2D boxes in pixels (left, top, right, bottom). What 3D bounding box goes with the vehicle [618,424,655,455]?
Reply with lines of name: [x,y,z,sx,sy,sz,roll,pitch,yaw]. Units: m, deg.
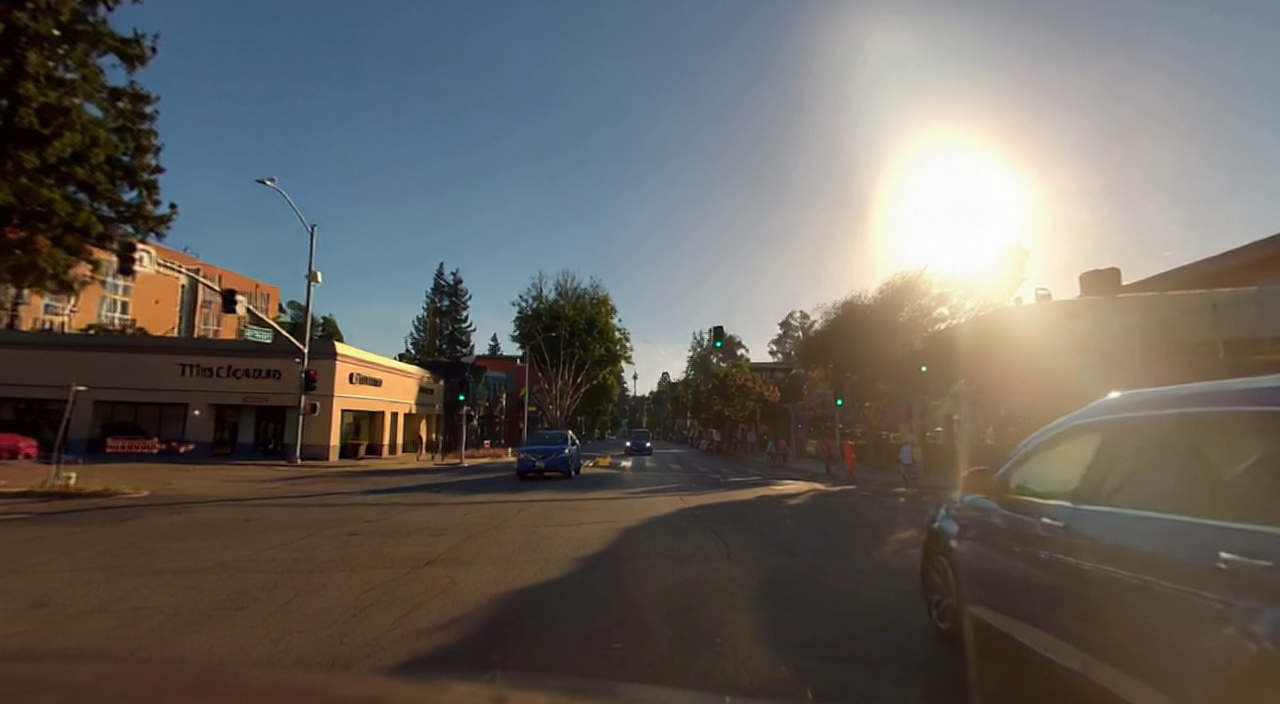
vehicle: [-0.273,5.894,42.475,2.390,1.948,5.344,0,-8,-1]

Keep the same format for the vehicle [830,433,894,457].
vehicle: [15.259,6.425,43.617,1.924,1.579,4.084,3,-9,-21]

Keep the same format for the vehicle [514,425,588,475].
vehicle: [-3.099,3.523,22.859,1.961,1.658,4.064,0,-8,2]

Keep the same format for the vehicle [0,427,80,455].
vehicle: [-36.324,5.222,36.992,4.671,1.543,1.846,4,-9,-26]

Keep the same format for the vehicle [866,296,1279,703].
vehicle: [2.876,0.846,2.766,2.048,1.725,4.754,0,-8,1]
